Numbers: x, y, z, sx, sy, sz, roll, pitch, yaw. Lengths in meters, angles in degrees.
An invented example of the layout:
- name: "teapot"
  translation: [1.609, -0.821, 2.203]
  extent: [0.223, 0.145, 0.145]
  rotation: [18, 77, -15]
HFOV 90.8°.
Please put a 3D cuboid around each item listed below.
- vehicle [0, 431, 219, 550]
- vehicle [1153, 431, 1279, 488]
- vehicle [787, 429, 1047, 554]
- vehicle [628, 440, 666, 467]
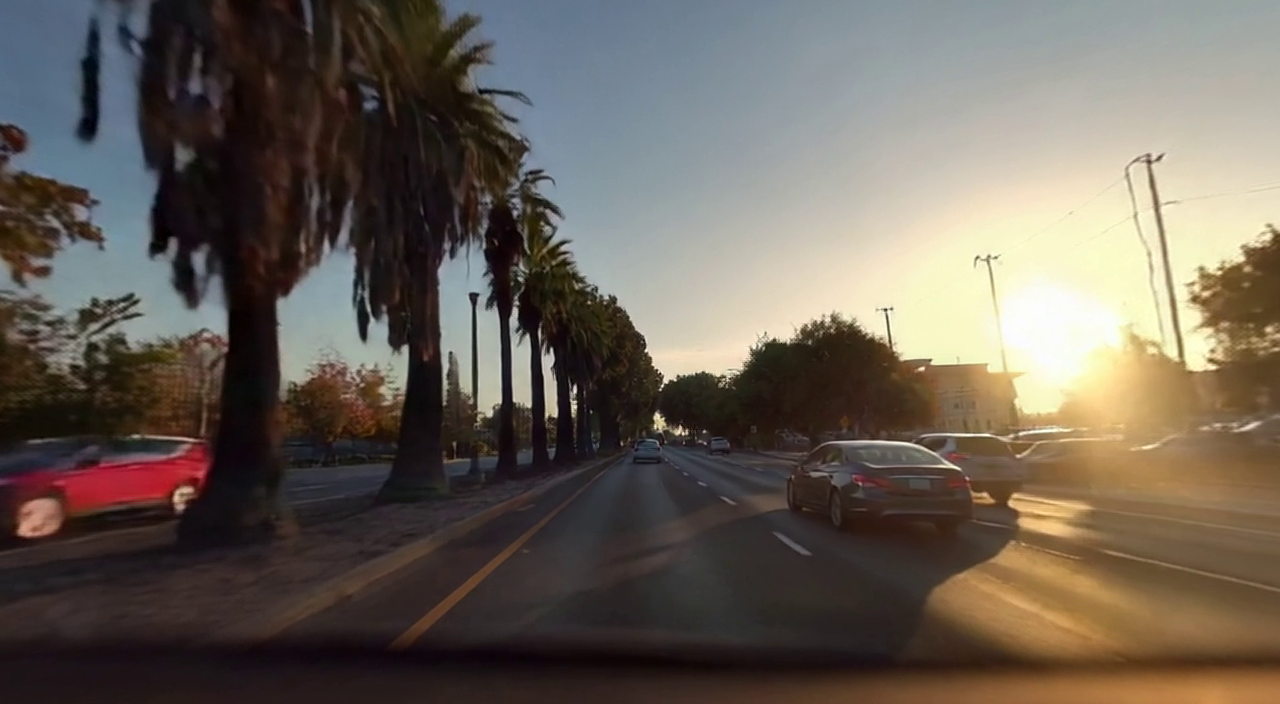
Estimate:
- name: "vehicle"
  translation: [-10.660, 2.442, 11.853]
  extent: [2.238, 1.766, 4.710]
  rotation: [-1, -8, 0]
- name: "vehicle"
  translation: [21.667, 3.876, 23.080]
  extent: [1.945, 1.838, 4.603]
  rotation: [0, -8, 0]
- name: "vehicle"
  translation: [3.783, 1.963, 9.701]
  extent: [1.875, 1.452, 4.453]
  rotation: [0, -8, -2]
- name: "vehicle"
  translation: [0.342, 5.818, 36.441]
  extent: [2.031, 1.444, 4.361]
  rotation: [0, -8, -2]
